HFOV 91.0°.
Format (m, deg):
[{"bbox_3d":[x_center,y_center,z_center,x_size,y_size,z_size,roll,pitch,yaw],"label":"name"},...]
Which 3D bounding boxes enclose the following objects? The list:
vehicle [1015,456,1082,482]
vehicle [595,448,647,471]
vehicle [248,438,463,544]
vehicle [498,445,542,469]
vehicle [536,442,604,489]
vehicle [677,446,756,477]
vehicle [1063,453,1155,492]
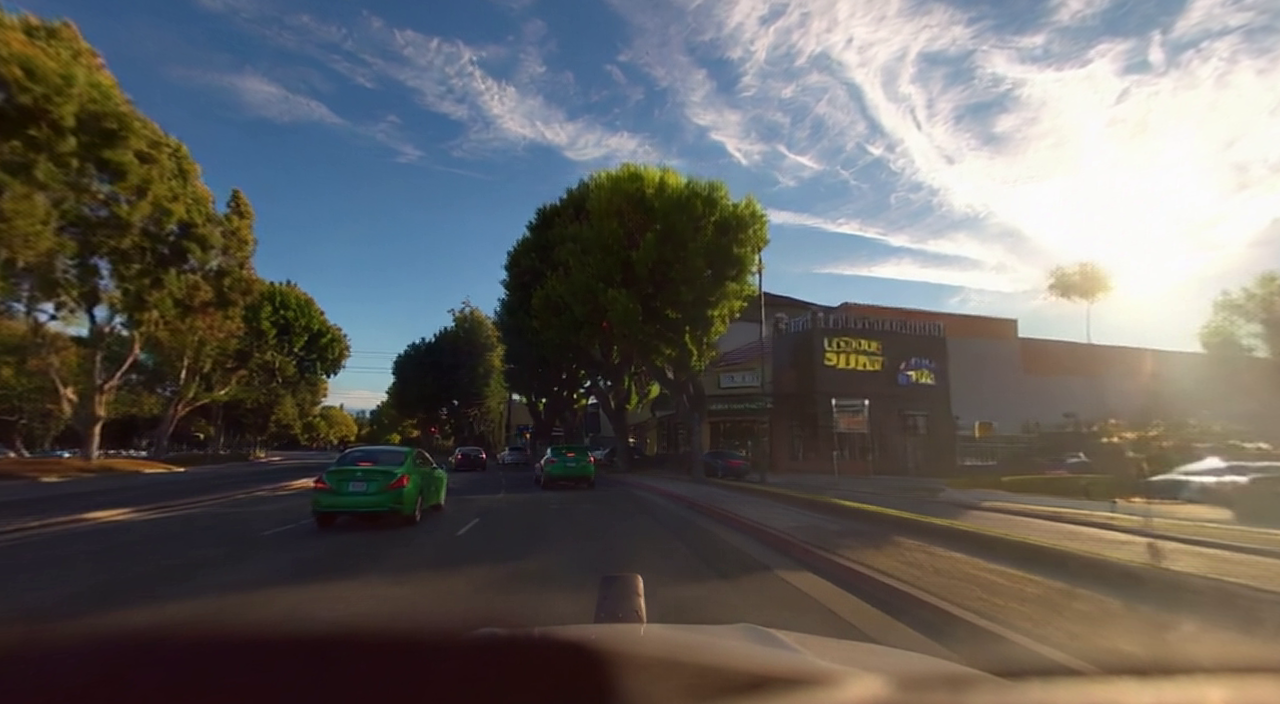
[{"bbox_3d":[25.555,7.265,39.314,4.378,1.445,2.084,6,-11,-37],"label":"vehicle"},{"bbox_3d":[-1.447,7.816,46.035,1.952,1.547,4.091,6,-10,-33],"label":"vehicle"},{"bbox_3d":[-4.763,2.351,11.515,2.105,1.477,4.857,1,-8,-6],"label":"vehicle"},{"bbox_3d":[-7.605,6.575,39.606,1.920,1.416,4.310,3,-9,-21],"label":"vehicle"},{"bbox_3d":[-2.569,3.952,22.324,2.001,1.483,4.442,2,-9,-11],"label":"vehicle"},{"bbox_3d":[4.504,6.497,37.657,2.095,1.697,4.801,5,-10,-32],"label":"vehicle"},{"bbox_3d":[22.332,5.675,29.934,4.486,1.658,2.031,6,-10,-34],"label":"vehicle"}]
